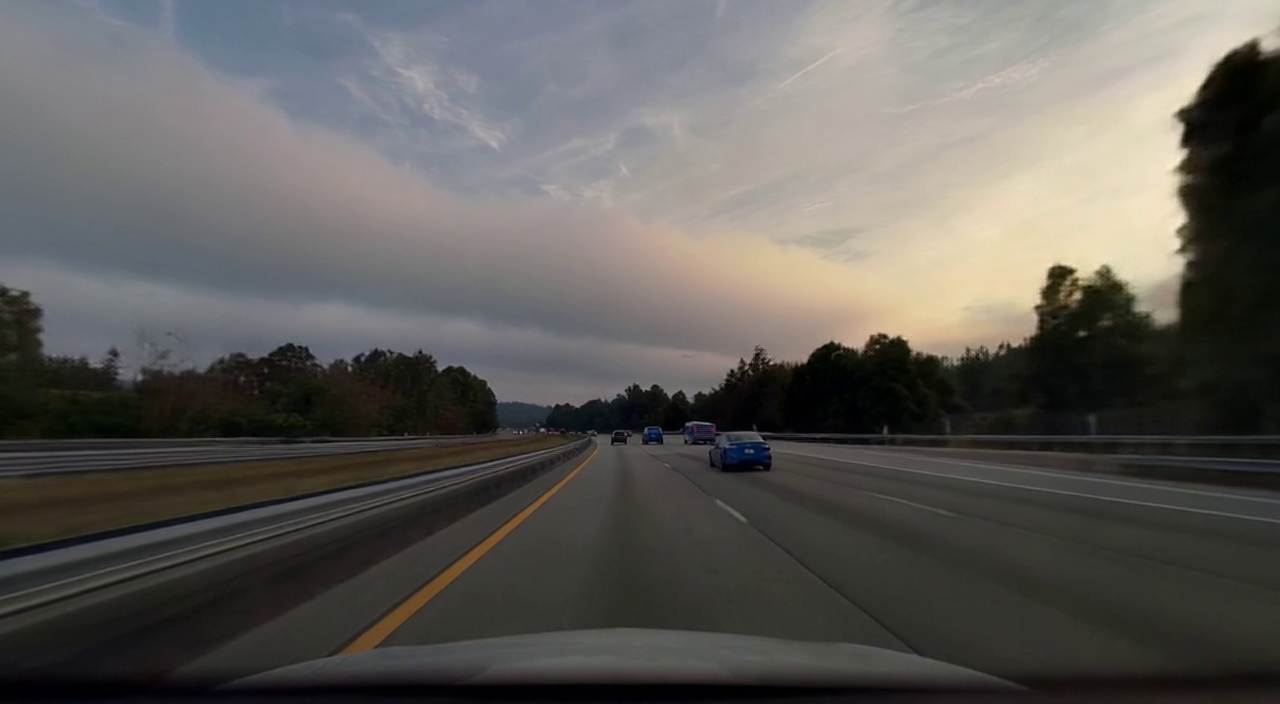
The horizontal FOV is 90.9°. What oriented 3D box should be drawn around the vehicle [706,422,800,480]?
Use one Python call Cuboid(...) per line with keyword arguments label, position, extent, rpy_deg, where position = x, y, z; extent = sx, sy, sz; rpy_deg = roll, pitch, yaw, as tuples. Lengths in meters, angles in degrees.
Cuboid(label="vehicle", position=(3.309, 2.994, 19.315), extent=(2.002, 1.569, 3.845), rpy_deg=(0, -8, -3))
